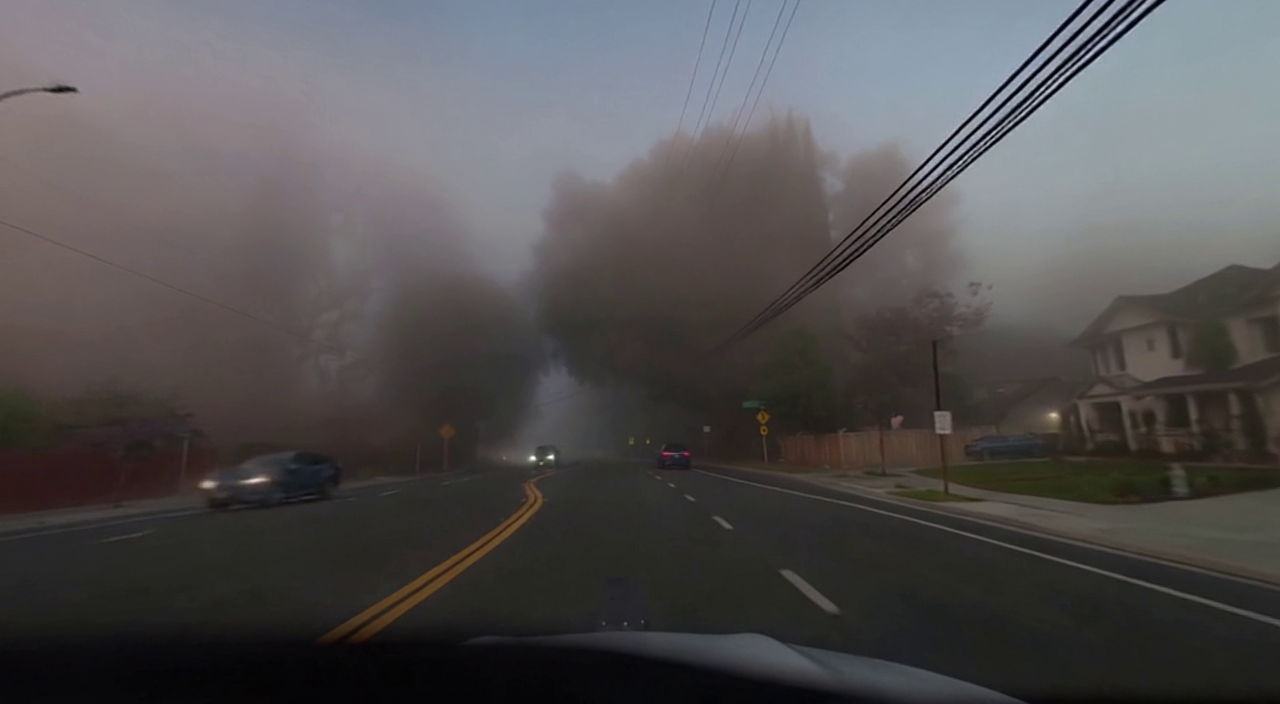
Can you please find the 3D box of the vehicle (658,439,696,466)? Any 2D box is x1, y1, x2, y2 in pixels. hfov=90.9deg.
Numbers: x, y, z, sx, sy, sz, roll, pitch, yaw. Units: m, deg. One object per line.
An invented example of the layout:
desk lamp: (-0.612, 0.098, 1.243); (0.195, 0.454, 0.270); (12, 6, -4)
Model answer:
vehicle: (2.577, 7.180, 45.131); (2.144, 1.843, 4.827); (0, -9, -4)

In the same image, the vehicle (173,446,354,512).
vehicle: (-9.976, 3.353, 17.255); (2.050, 1.536, 4.537); (-1, -9, 2)

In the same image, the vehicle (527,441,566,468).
vehicle: (-6.719, 7.424, 45.749); (2.127, 1.725, 4.366); (-3, -9, 0)

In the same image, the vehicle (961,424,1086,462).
vehicle: (18.128, 4.338, 29.969); (4.766, 1.493, 2.076); (-9, -11, 31)
